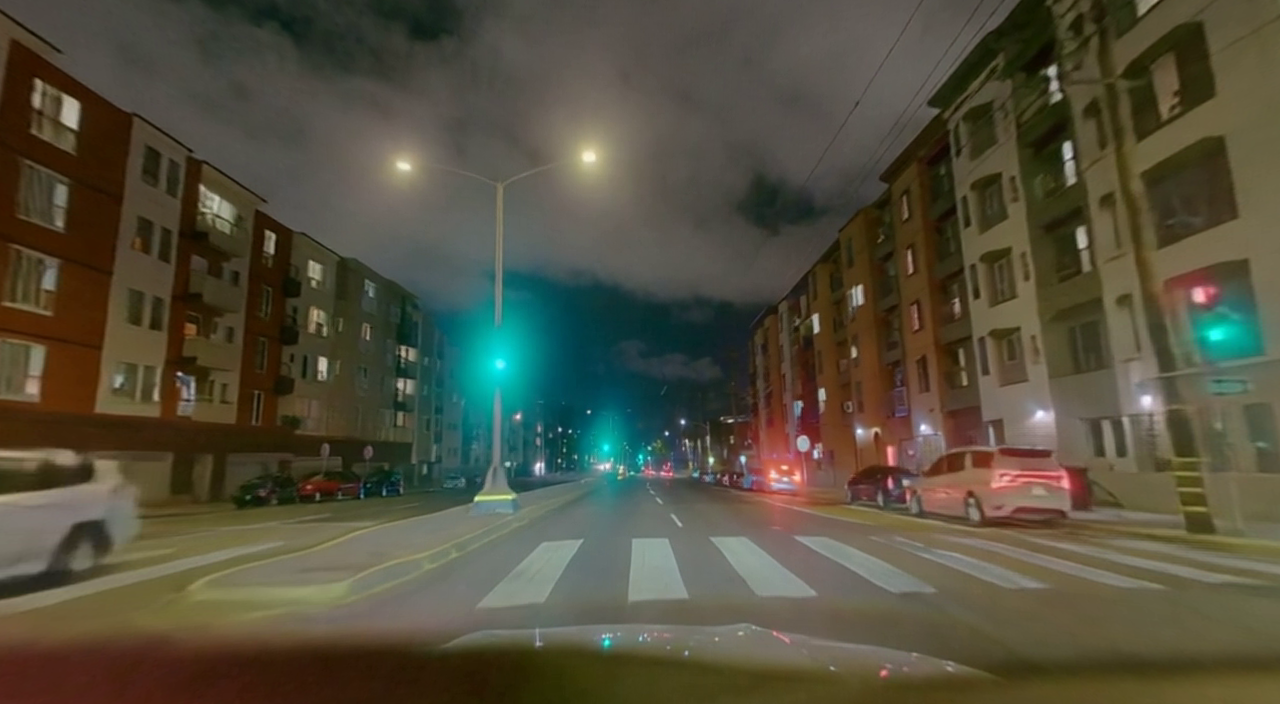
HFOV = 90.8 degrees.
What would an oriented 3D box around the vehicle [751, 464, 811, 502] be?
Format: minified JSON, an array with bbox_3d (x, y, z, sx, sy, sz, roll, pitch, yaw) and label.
[{"bbox_3d":[7.447,6.959,33.914,2.143,1.731,4.781,0,-9,0],"label":"vehicle"}]

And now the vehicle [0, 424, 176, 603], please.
[{"bbox_3d":[-6.917,1.468,5.720,2.180,1.608,4.321,0,-9,-1],"label":"vehicle"}]

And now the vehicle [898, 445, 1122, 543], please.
[{"bbox_3d":[7.514,2.869,13.532,1.996,1.704,4.490,0,-9,-1],"label":"vehicle"}]

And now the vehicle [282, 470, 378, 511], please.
[{"bbox_3d":[-14.891,6.677,30.732,2.124,1.626,4.908,0,-9,0],"label":"vehicle"}]

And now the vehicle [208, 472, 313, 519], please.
[{"bbox_3d":[-14.759,5.579,24.859,1.879,1.507,3.745,0,-9,-2],"label":"vehicle"}]

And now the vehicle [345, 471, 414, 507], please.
[{"bbox_3d":[-14.739,7.733,36.071,2.107,1.771,4.871,0,-10,-4],"label":"vehicle"}]
